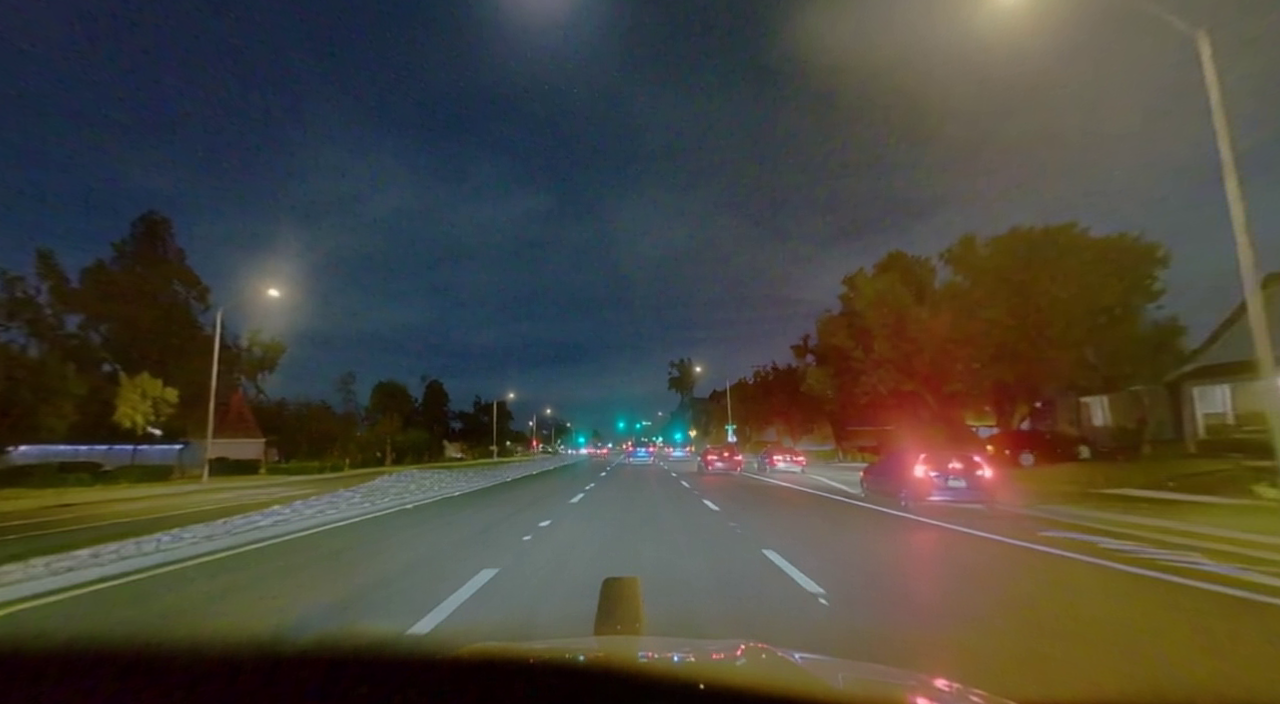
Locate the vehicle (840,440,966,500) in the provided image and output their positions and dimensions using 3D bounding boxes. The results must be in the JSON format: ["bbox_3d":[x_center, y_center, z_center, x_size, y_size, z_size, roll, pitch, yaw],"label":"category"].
[{"bbox_3d":[7.733,3.478,19.114,1.913,1.566,4.354,0,-8,0],"label":"vehicle"}]

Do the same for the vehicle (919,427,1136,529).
[{"bbox_3d":[7.725,2.515,13.168,1.933,1.759,3.900,0,-8,-1],"label":"vehicle"}]

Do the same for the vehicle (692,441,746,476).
[{"bbox_3d":[3.491,4.781,28.549,1.830,1.451,4.009,0,-8,-1],"label":"vehicle"}]

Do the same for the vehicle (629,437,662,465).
[{"bbox_3d":[0.337,6.617,42.221,2.043,1.734,4.253,0,-8,-2],"label":"vehicle"}]

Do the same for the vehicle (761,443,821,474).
[{"bbox_3d":[7.732,5.499,32.854,1.965,1.486,4.707,0,-8,0],"label":"vehicle"}]
